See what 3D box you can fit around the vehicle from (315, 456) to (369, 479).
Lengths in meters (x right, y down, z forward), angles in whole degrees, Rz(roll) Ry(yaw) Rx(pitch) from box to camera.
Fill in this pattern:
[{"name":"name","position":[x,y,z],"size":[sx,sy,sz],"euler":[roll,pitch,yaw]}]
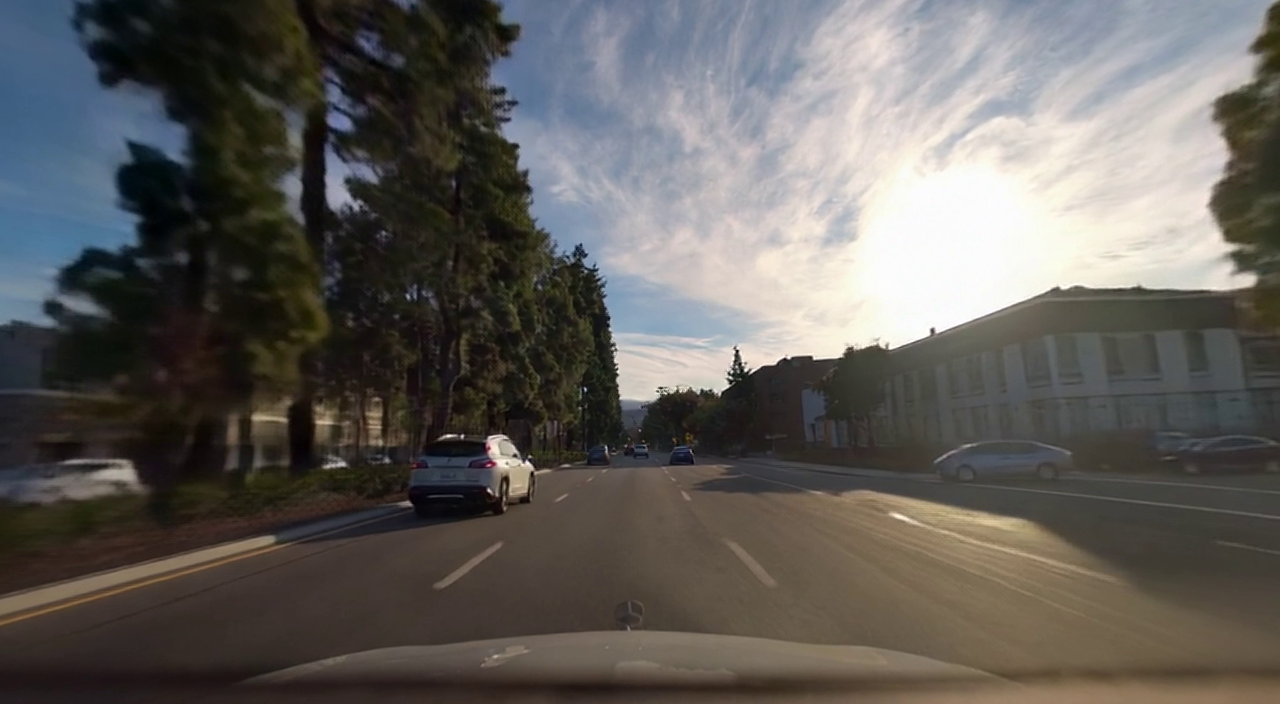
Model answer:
[{"name":"vehicle","position":[-21.473,8.361,45.657],"size":[1.729,1.499,4.579],"euler":[0,-9,-1]}]

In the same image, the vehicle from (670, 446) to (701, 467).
[{"name":"vehicle","position":[3.402,7.927,48.087],"size":[2.087,1.506,4.276],"euler":[0,-9,0]}]

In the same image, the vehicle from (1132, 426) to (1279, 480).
[{"name":"vehicle","position":[20.645,3.543,22.235],"size":[4.691,1.626,1.989],"euler":[-3,-9,3]}]

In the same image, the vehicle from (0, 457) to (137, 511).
[{"name":"vehicle","position":[-21.337,4.759,23.195],"size":[1.841,1.722,4.490],"euler":[0,-9,0]}]

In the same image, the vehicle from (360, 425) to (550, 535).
[{"name":"vehicle","position":[-3.140,2.288,11.894],"size":[2.121,1.656,4.559],"euler":[0,-9,1]}]

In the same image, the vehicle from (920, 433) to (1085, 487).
[{"name":"vehicle","position":[12.685,3.835,22.388],"size":[4.515,1.599,1.968],"euler":[-5,-10,10]}]
